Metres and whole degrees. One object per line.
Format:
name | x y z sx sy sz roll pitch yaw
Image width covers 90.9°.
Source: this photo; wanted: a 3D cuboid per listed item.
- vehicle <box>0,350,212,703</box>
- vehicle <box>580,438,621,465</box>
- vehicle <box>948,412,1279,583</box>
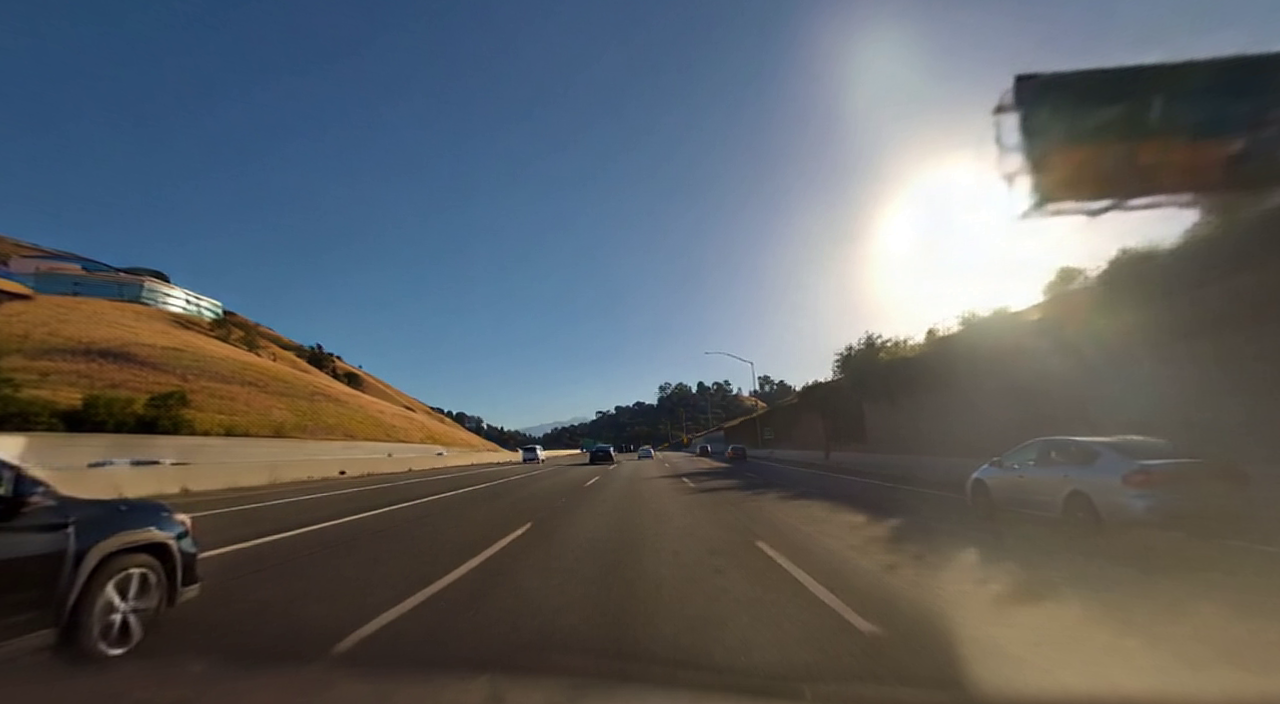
vehicle | -3.918 0.681 1.420 2.210 1.730 5.133 -1 -8 1
vehicle | -2.718 7.084 45.049 2.172 1.824 5.031 -1 -8 5
vehicle | 6.279 1.742 8.437 2.122 1.646 4.491 -1 -8 2
